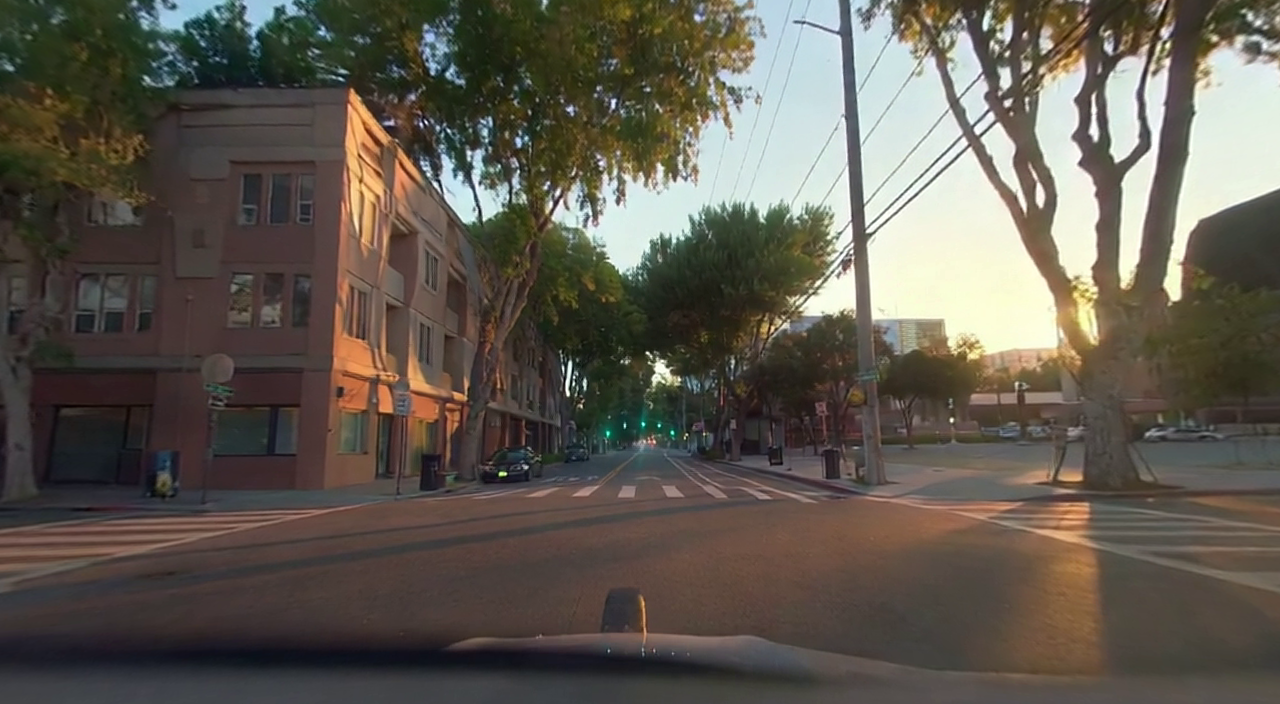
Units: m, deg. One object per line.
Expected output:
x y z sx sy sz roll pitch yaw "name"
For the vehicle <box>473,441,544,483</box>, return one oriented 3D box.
-5.741 4.847 28.142 2.223 1.658 4.621 -1 -8 0 "vehicle"
